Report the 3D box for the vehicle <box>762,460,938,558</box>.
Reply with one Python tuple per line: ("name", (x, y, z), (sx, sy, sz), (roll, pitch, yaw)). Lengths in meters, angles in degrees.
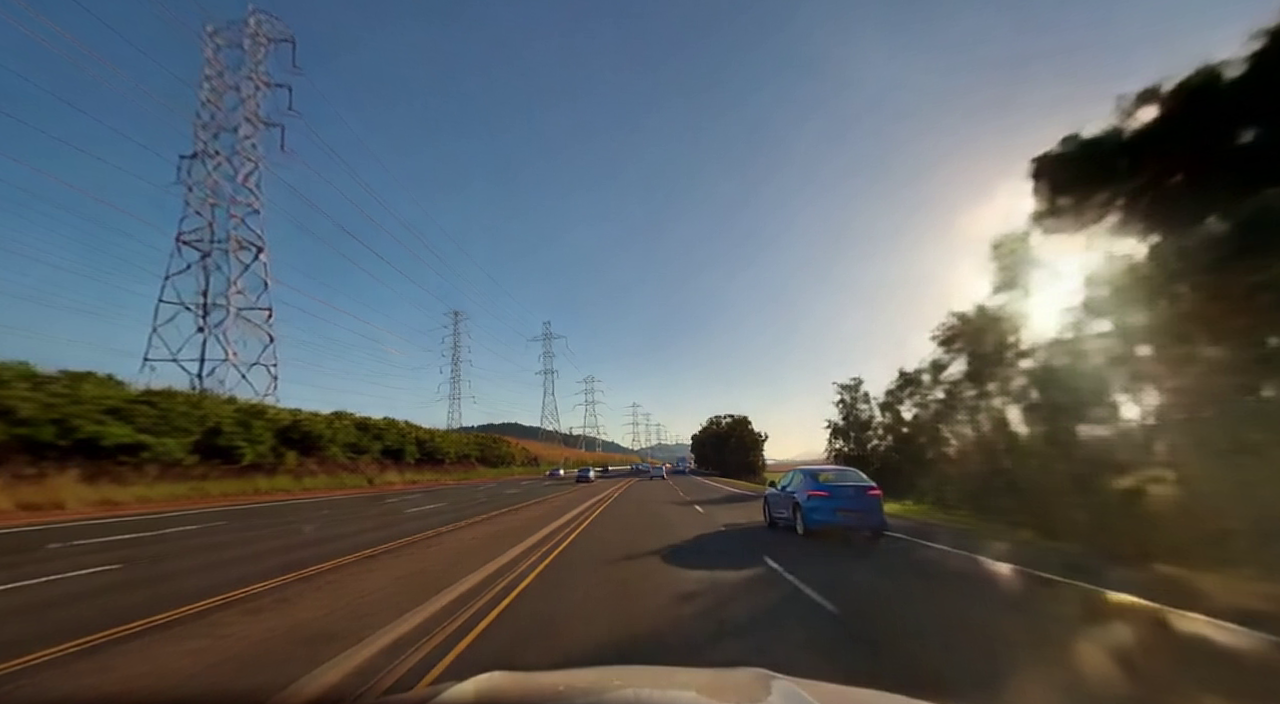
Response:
("vehicle", (3.758, 2.896, 12.104), (1.985, 1.521, 3.904), (1, -10, -1))
